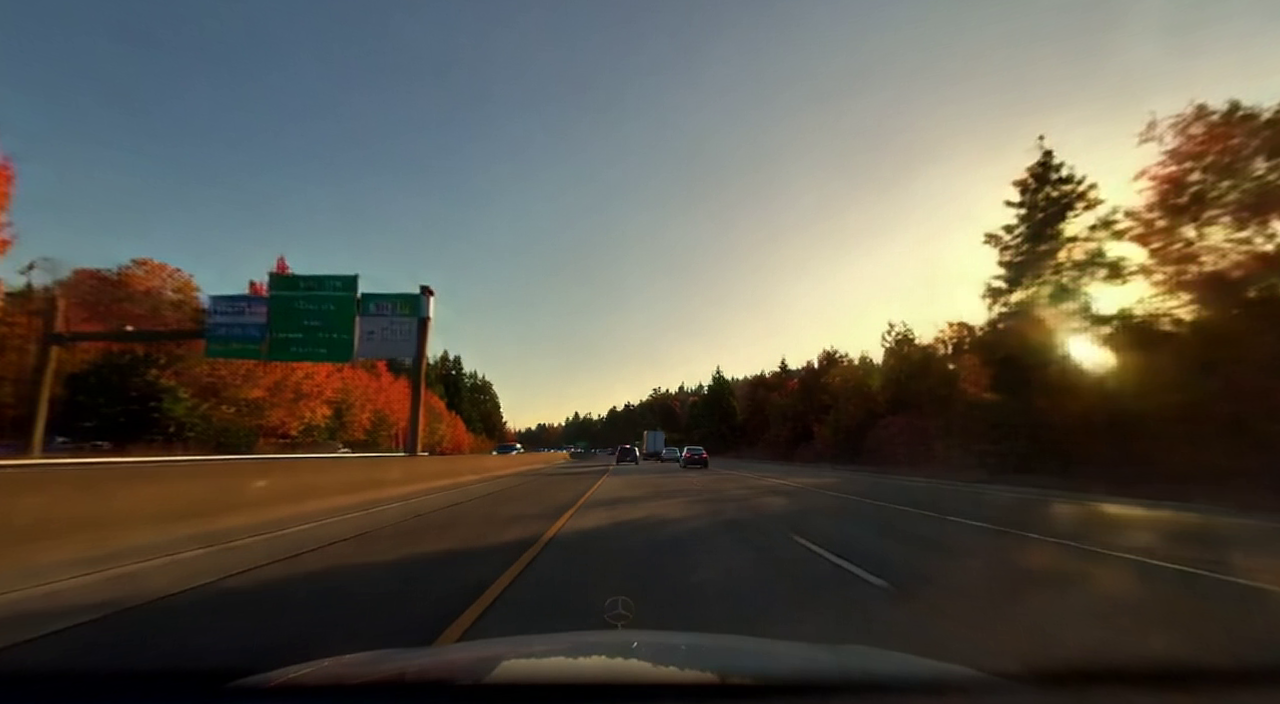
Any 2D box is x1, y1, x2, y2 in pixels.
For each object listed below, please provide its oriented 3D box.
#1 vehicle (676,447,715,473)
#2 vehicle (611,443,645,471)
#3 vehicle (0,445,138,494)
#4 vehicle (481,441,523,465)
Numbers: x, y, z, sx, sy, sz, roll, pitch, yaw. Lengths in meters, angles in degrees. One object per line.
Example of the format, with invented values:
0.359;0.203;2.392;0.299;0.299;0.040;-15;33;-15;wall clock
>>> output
3.412;6.683;39.005;1.968;1.513;3.911;0;-9;-1;vehicle
-0.805;6.981;41.804;2.151;1.693;4.201;0;-9;-2;vehicle
-44.915;9.032;49.360;2.868;3.423;9.459;0;-8;-1;vehicle
-9.215;6.770;42.169;1.898;1.521;4.308;0;-9;-1;vehicle
